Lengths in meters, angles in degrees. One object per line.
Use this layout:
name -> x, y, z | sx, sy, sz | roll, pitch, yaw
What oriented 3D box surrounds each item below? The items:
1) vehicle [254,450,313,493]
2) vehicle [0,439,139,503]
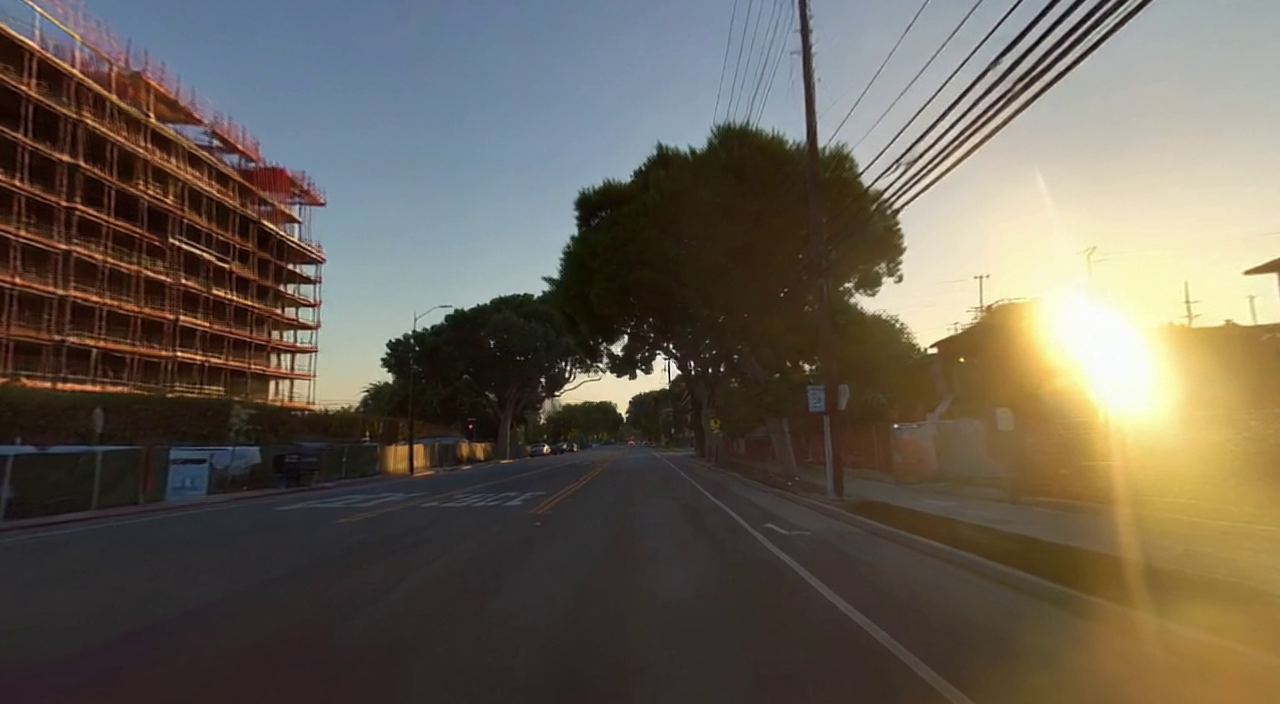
vehicle -> -15.769, 5.220, 28.003 | 2.002, 1.683, 4.664 | 4, -10, -28
vehicle -> -20.422, 4.069, 21.499 | 4.712, 1.927, 2.237 | -3, -9, 0
